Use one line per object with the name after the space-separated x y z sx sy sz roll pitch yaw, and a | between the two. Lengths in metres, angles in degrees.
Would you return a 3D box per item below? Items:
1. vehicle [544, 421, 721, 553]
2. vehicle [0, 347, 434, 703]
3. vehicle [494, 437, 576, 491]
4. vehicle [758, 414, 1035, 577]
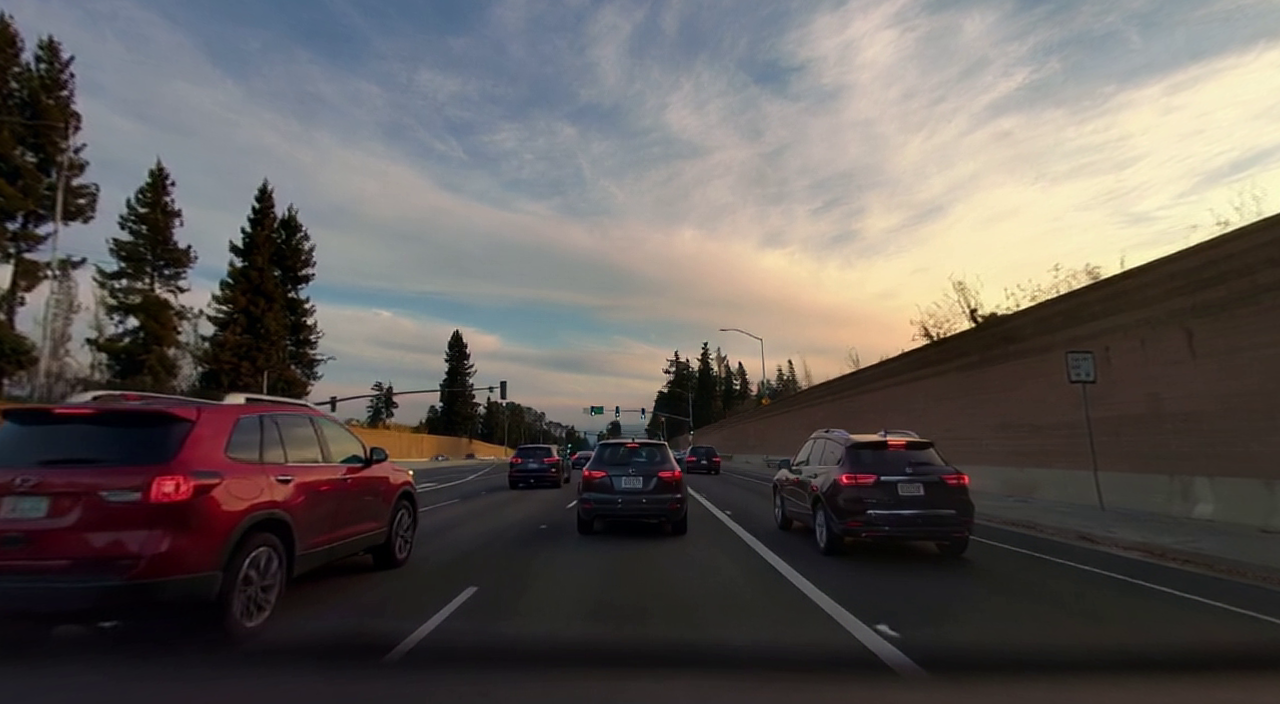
-0.068 2.017 10.089 2.245 1.677 3.913 0 -8 1 | vehicle
-3.626 1.241 5.586 2.070 1.913 4.450 0 -8 0 | vehicle
-3.655 3.998 22.938 2.067 1.759 4.631 0 -8 1 | vehicle
3.108 1.823 8.847 2.029 1.702 4.281 0 -8 -1 | vehicle
